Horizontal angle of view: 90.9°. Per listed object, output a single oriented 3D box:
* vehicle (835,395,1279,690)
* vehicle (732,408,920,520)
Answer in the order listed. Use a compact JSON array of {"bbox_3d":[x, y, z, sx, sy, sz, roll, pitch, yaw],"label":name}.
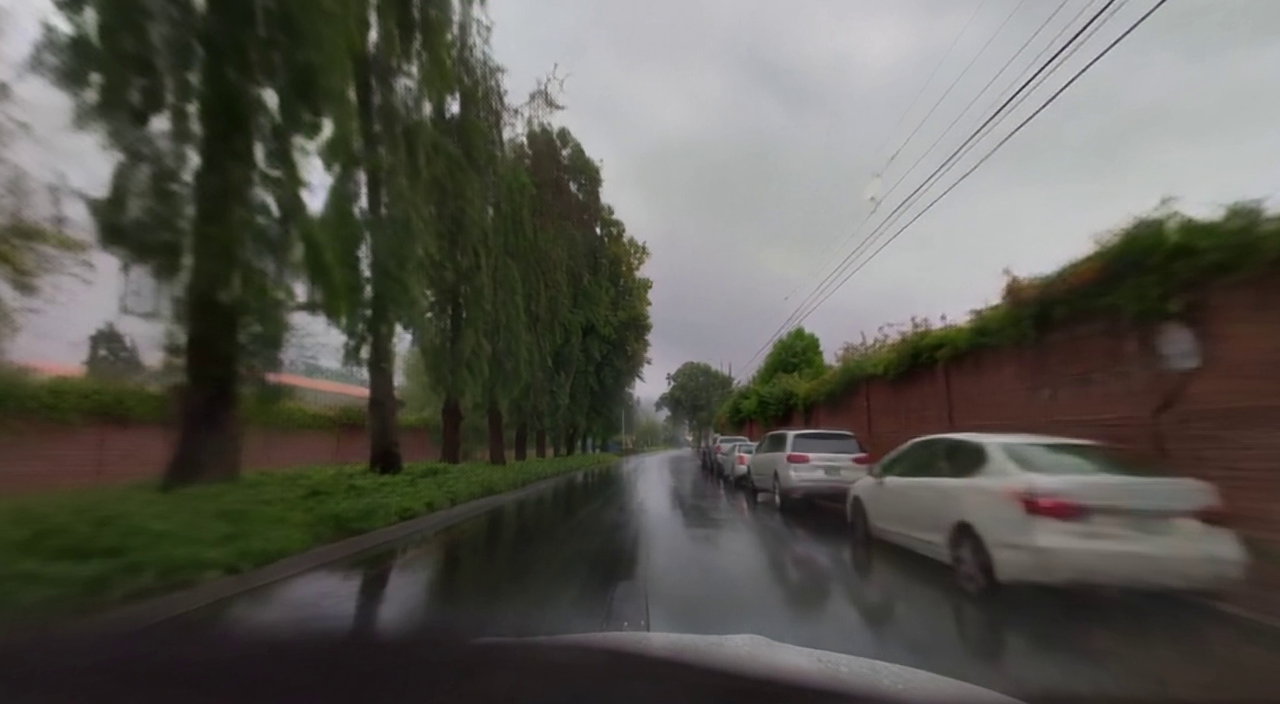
[{"bbox_3d":[3.770,1.485,6.354,2.048,1.596,5.543,3,-8,2],"label":"vehicle"},{"bbox_3d":[3.718,2.520,14.285,2.518,1.943,6.415,0,-10,2],"label":"vehicle"}]
